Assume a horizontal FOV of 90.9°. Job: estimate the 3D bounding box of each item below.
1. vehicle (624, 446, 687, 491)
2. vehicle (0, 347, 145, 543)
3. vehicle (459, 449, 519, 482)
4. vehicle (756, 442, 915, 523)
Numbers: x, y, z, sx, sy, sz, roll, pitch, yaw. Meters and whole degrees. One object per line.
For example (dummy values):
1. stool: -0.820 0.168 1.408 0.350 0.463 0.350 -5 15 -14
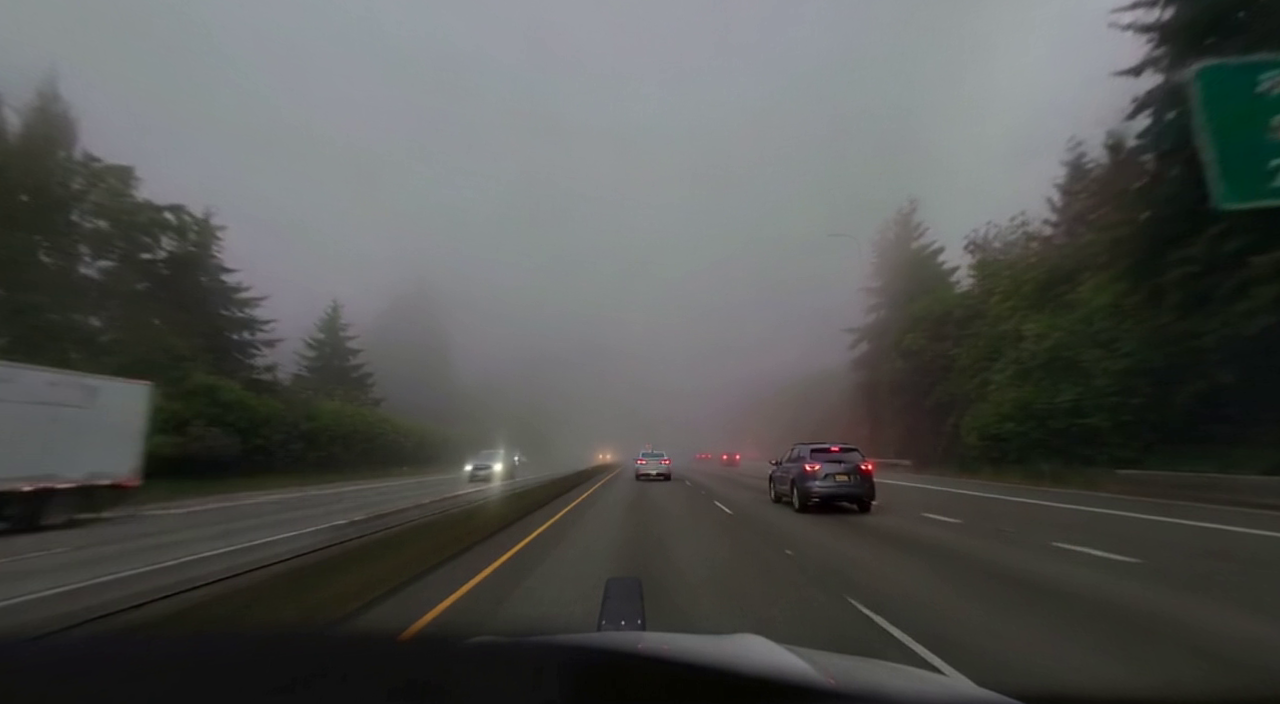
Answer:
1. vehicle: 0.542 4.374 23.950 2.177 1.520 4.278 0 -9 0
2. vehicle: -15.405 1.409 9.816 3.577 4.095 14.490 0 -9 0
3. vehicle: -7.815 5.927 33.109 2.057 1.602 4.313 0 -9 0
4. vehicle: 4.001 2.742 13.769 2.029 1.475 4.279 0 -9 -1
